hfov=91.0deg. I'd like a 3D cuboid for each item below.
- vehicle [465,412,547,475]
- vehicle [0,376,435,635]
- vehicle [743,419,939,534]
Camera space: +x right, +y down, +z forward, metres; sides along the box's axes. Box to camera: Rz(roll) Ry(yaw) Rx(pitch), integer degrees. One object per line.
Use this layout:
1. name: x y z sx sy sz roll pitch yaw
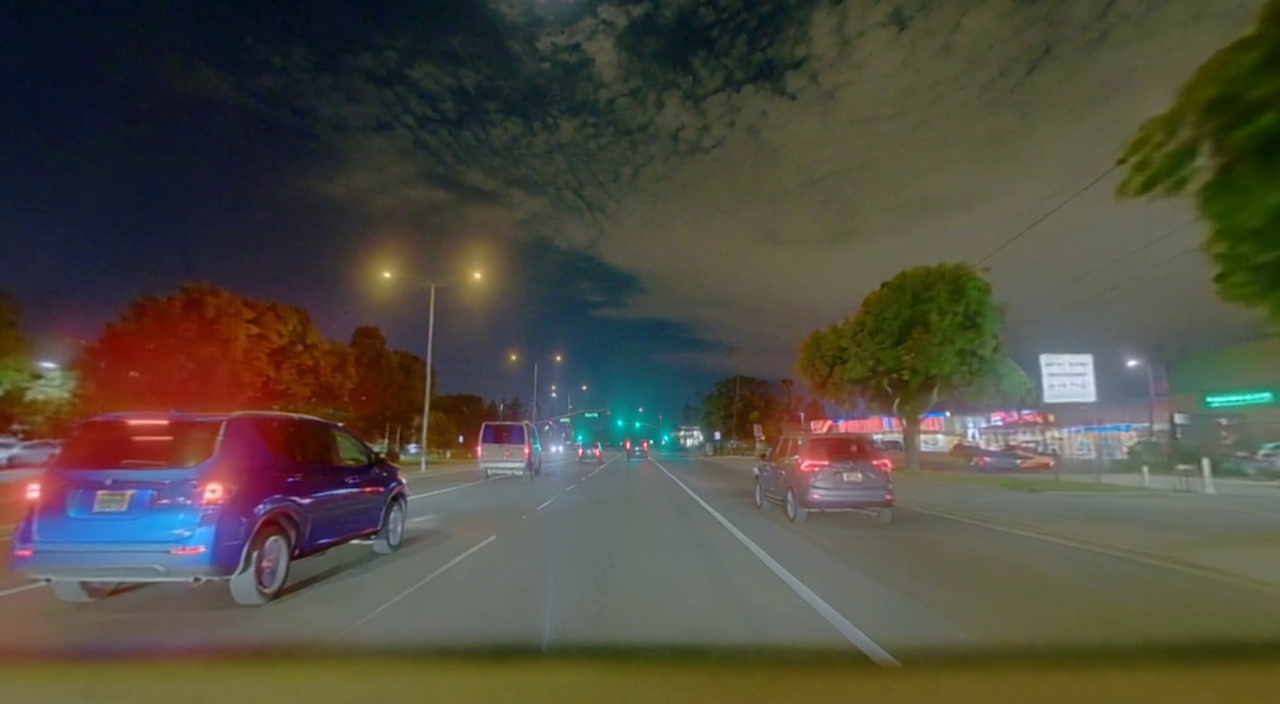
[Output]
1. vehicle: -6.089 4.336 29.688 2.863 2.592 6.410 1 -9 -4
2. vehicle: -3.887 1.359 6.498 2.038 1.748 4.303 0 -9 0
3. vehicle: 3.582 2.341 12.434 2.167 1.792 4.835 1 -9 -1
